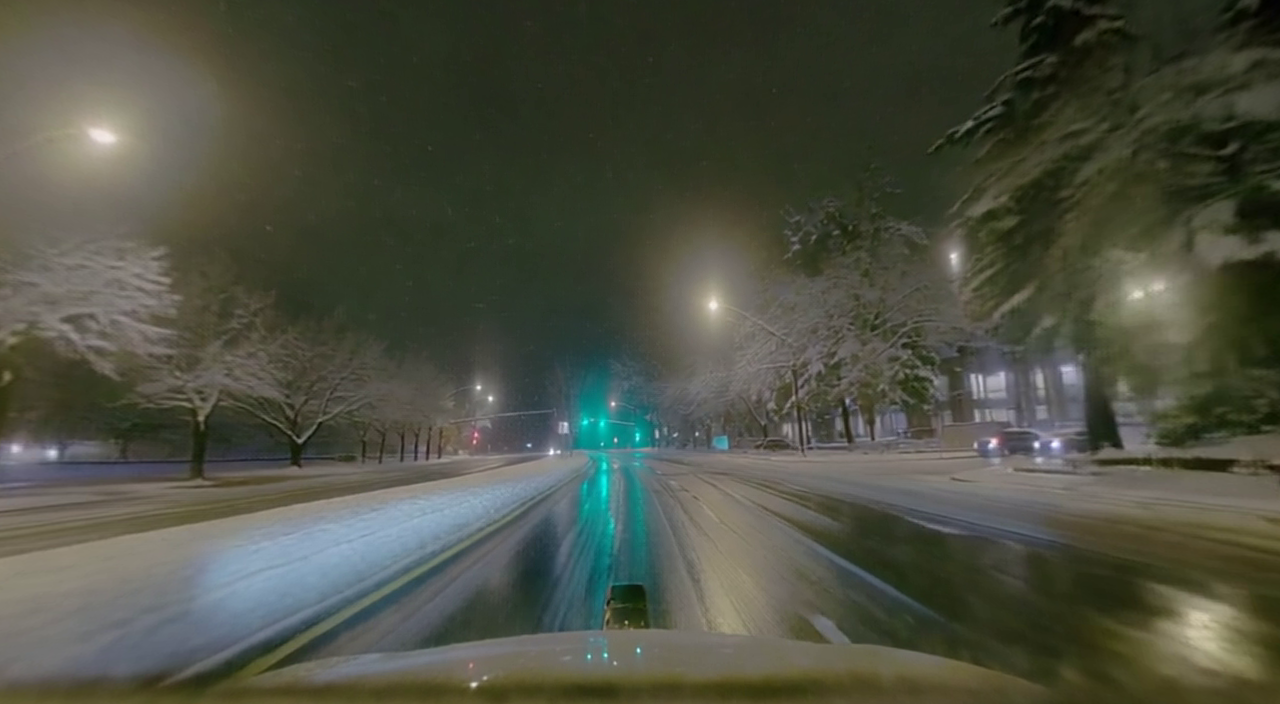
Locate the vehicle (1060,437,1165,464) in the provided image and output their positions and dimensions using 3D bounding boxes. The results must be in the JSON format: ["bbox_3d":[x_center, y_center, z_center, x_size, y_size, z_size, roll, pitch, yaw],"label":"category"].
[{"bbox_3d":[25.126,5.264,33.593,4.053,1.376,1.945,0,-8,-3],"label":"vehicle"}]

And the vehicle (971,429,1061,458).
[{"bbox_3d":[25.943,6.330,43.543,4.950,1.924,2.146,1,-8,-8],"label":"vehicle"}]
